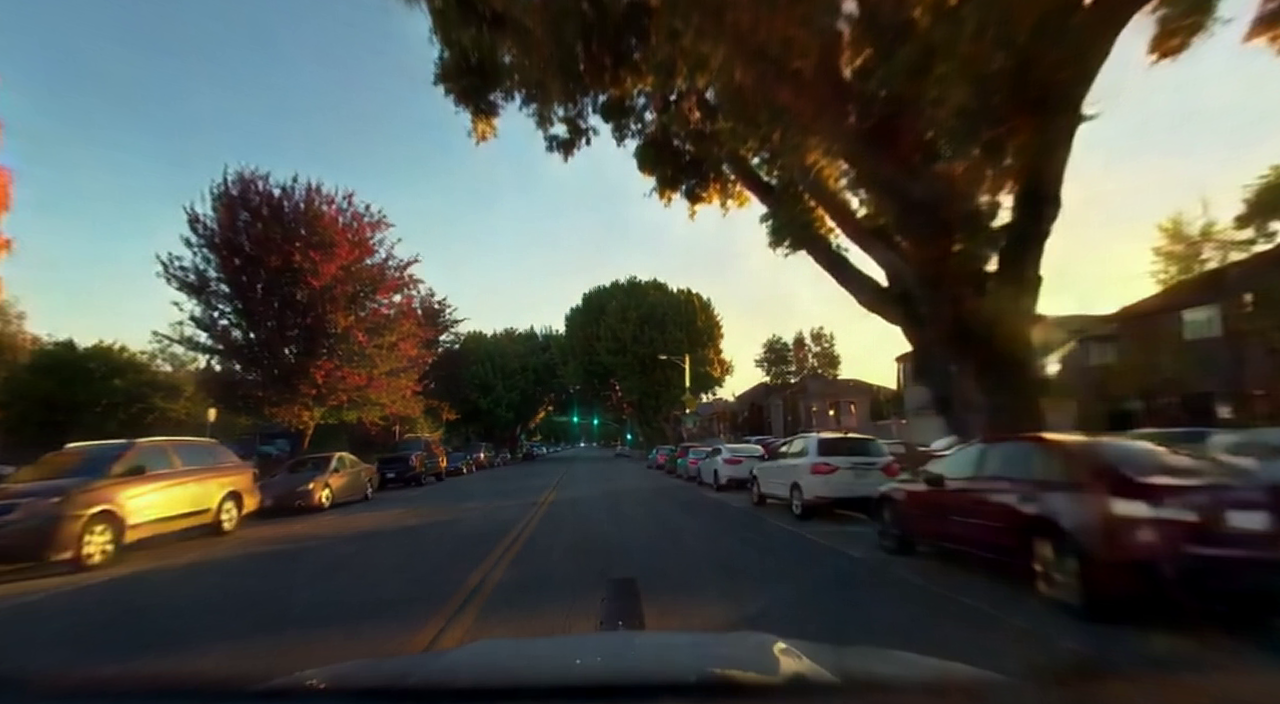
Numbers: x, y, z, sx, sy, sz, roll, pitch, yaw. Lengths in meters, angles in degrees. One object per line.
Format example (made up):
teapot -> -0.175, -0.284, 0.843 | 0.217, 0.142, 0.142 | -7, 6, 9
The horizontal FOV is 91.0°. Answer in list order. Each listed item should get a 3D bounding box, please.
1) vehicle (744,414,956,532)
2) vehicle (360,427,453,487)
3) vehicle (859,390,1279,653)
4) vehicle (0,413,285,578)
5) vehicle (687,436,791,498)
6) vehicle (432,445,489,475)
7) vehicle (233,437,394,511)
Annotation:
vehicle -> 3.632, 2.197, 12.069 | 2.071, 1.781, 4.737 | 1, -9, -5
vehicle -> -9.223, 4.183, 25.419 | 2.146, 2.167, 5.339 | 1, -8, -5
vehicle -> 3.935, 1.302, 5.919 | 1.954, 1.507, 4.356 | 0, -8, -3
vehicle -> -7.836, 2.075, 9.748 | 2.072, 1.840, 5.197 | -1, -9, -6
vehicle -> 2.690, 3.267, 18.375 | 2.009, 1.547, 4.574 | 0, -8, -4
vehicle -> -9.668, 5.833, 34.282 | 2.057, 1.486, 4.759 | 0, -8, -4
vehicle -> -8.397, 3.138, 16.824 | 2.055, 1.663, 4.889 | 1, -8, -5
